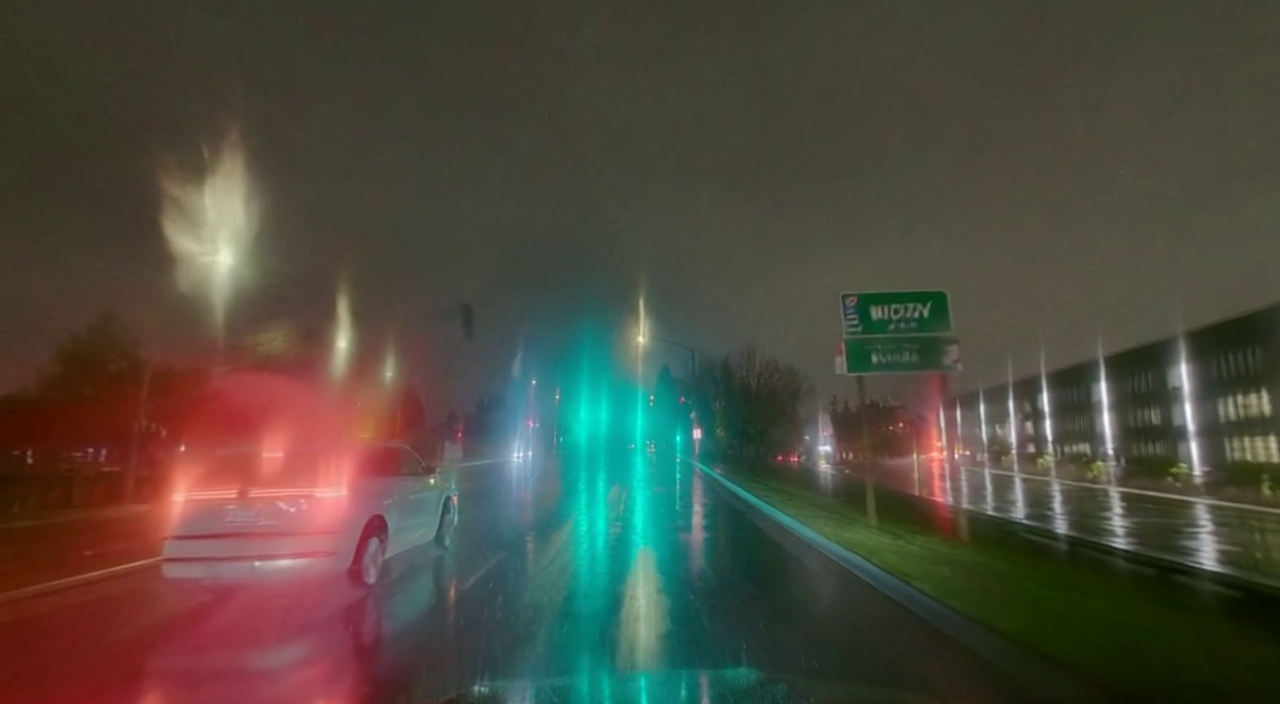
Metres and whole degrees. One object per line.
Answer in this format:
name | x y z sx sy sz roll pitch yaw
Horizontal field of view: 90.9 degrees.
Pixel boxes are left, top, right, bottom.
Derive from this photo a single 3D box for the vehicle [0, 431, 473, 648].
vehicle | -3.459 1.648 6.766 1.972 1.490 4.591 0 -8 2
